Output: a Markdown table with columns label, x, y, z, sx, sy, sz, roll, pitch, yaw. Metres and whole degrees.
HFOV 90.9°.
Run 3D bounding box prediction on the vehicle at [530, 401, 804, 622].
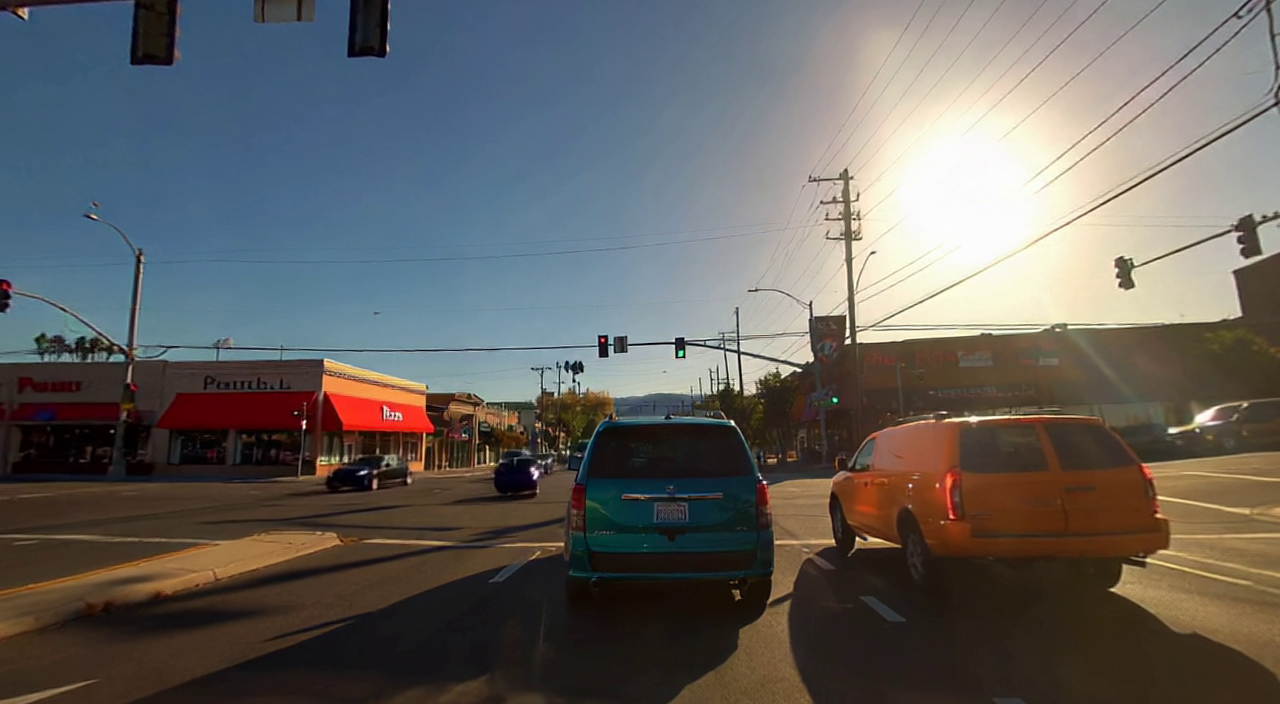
| label | x | y | z | sx | sy | sz | roll | pitch | yaw |
| --- | --- | --- | --- | --- | --- | --- | --- | --- | --- |
| vehicle | 0.258 | 1.508 | 6.821 | 2.098 | 1.682 | 3.778 | 0 | -8 | 2 |

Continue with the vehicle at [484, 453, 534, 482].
| label | x | y | z | sx | sy | sz | roll | pitch | yaw |
| --- | --- | --- | --- | --- | --- | --- | --- | --- | --- |
| vehicle | -8.958 | 7.921 | 43.480 | 2.029 | 1.776 | 4.711 | -1 | -8 | 6 |

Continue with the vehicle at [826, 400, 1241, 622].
| label | x | y | z | sx | sy | sz | roll | pitch | yaw |
| --- | --- | --- | --- | --- | --- | --- | --- | --- | --- |
| vehicle | 3.612 | 1.518 | 6.968 | 1.976 | 1.664 | 4.189 | -1 | -8 | 2 |

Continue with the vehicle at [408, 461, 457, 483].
| label | x | y | z | sx | sy | sz | roll | pitch | yaw |
| --- | --- | --- | --- | --- | --- | --- | --- | --- | --- |
| vehicle | -15.491 | 8.960 | 47.265 | 1.875 | 1.475 | 4.449 | -1 | -8 | 5 |

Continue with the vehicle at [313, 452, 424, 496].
| label | x | y | z | sx | sy | sz | roll | pitch | yaw |
| --- | --- | --- | --- | --- | --- | --- | --- | --- | --- |
| vehicle | -10.290 | 4.624 | 24.357 | 1.911 | 1.461 | 4.691 | -1 | -8 | 4 |
